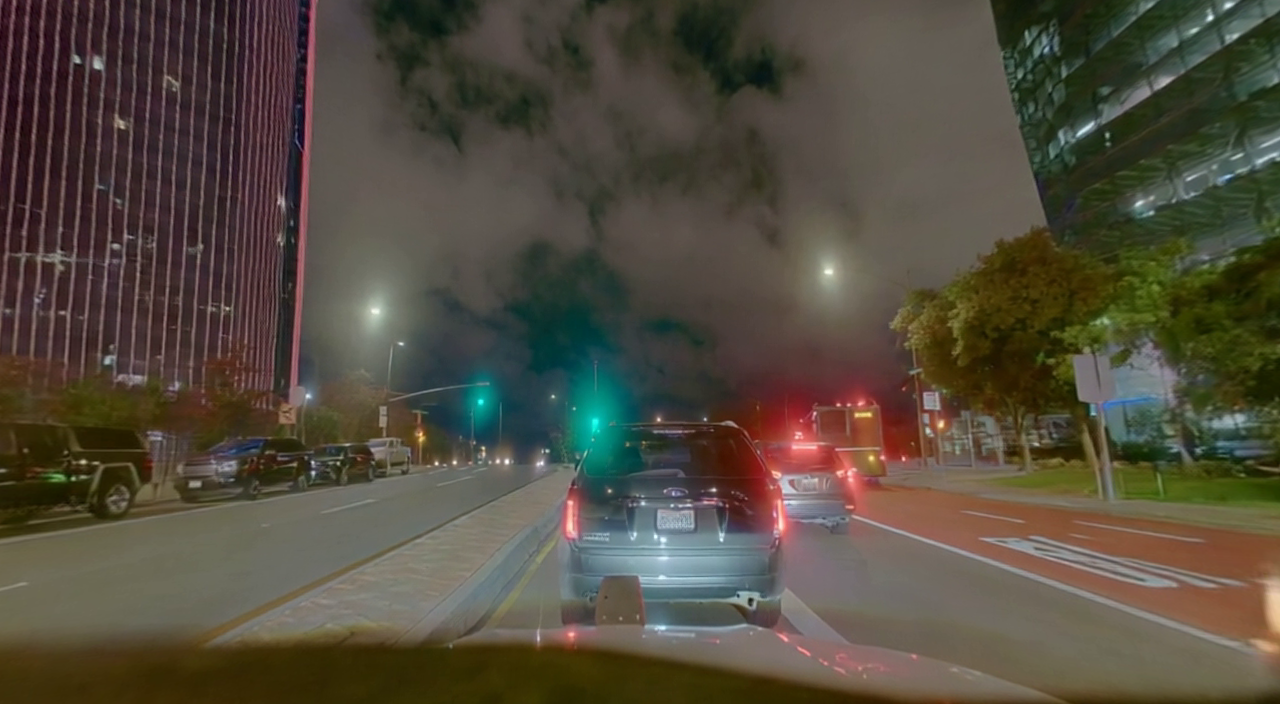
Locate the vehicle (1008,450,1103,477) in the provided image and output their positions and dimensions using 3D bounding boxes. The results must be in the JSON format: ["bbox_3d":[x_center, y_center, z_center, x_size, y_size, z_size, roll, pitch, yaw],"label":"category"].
[{"bbox_3d":[27.980,7.494,42.663,5.153,1.626,1.895,-6,-10,33],"label":"vehicle"}]

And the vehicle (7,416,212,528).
[{"bbox_3d":[-10.871,2.444,13.292,1.482,2.019,3.297,0,-9,-4],"label":"vehicle"}]

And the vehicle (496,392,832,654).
[{"bbox_3d":[0.203,1.427,6.292,2.192,1.695,4.142,0,-8,1],"label":"vehicle"}]

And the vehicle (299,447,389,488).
[{"bbox_3d":[-11.584,4.505,25.067,1.791,1.463,4.210,0,-9,-4],"label":"vehicle"}]

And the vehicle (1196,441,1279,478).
[{"bbox_3d":[36.604,6.281,37.128,5.476,2.081,2.053,-6,-10,33],"label":"vehicle"}]

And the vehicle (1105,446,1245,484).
[{"bbox_3d":[30.848,6.507,36.761,5.890,1.996,2.155,-6,-10,34],"label":"vehicle"}]

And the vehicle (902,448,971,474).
[{"bbox_3d":[21.880,7.995,46.597,4.211,1.820,2.094,-6,-10,35],"label":"vehicle"}]

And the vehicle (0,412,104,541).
[{"bbox_3d":[-10.499,1.918,9.756,1.543,1.946,3.454,1,-9,-6],"label":"vehicle"}]

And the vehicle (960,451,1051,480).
[{"bbox_3d":[23.866,7.373,41.301,4.956,1.706,1.822,-6,-10,33],"label":"vehicle"}]

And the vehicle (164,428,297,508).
[{"bbox_3d":[-11.223,3.163,17.621,1.559,1.973,3.419,1,-9,-5],"label":"vehicle"}]

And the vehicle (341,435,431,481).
[{"bbox_3d":[-12.081,5.072,30.579,2.338,1.963,5.740,0,-9,-4],"label":"vehicle"}]
